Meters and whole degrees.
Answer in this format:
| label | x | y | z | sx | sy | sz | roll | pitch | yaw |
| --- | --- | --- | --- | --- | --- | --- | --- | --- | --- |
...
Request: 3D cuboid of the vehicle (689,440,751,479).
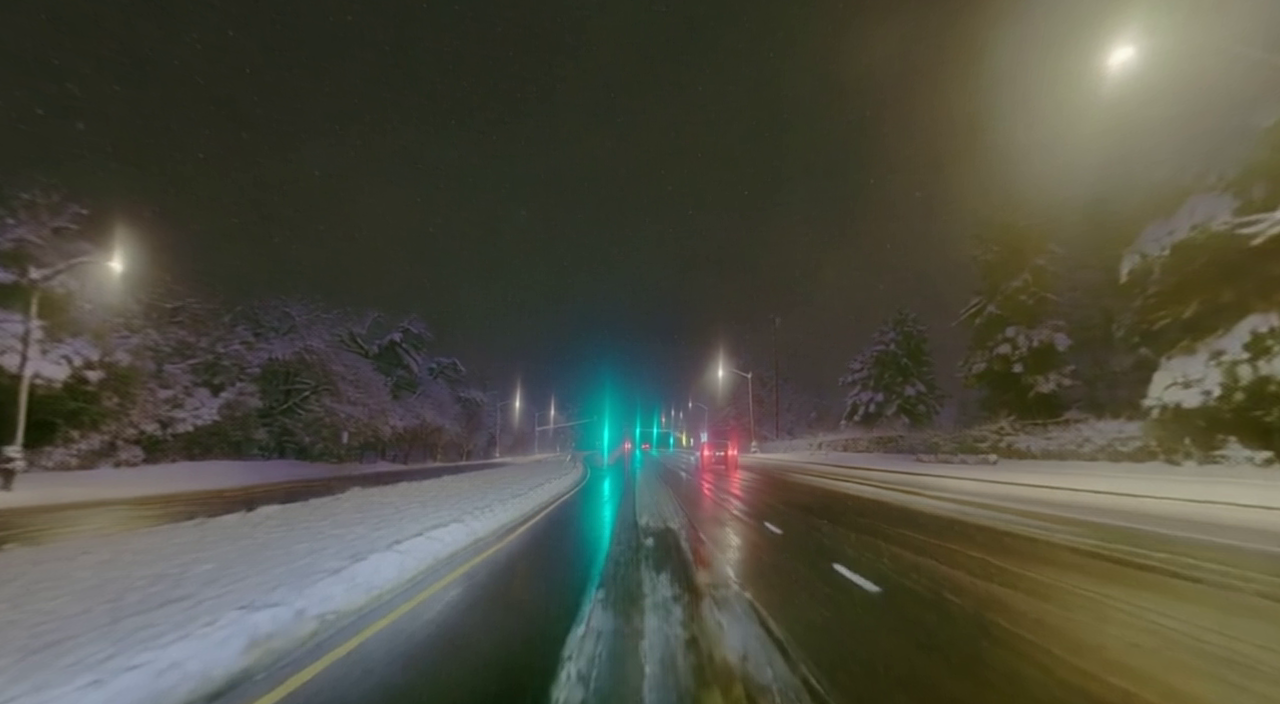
| label | x | y | z | sx | sy | sz | roll | pitch | yaw |
| --- | --- | --- | --- | --- | --- | --- | --- | --- | --- |
| vehicle | 3.317 | 4.543 | 27.021 | 1.948 | 1.479 | 4.620 | 0 | -9 | -2 |
